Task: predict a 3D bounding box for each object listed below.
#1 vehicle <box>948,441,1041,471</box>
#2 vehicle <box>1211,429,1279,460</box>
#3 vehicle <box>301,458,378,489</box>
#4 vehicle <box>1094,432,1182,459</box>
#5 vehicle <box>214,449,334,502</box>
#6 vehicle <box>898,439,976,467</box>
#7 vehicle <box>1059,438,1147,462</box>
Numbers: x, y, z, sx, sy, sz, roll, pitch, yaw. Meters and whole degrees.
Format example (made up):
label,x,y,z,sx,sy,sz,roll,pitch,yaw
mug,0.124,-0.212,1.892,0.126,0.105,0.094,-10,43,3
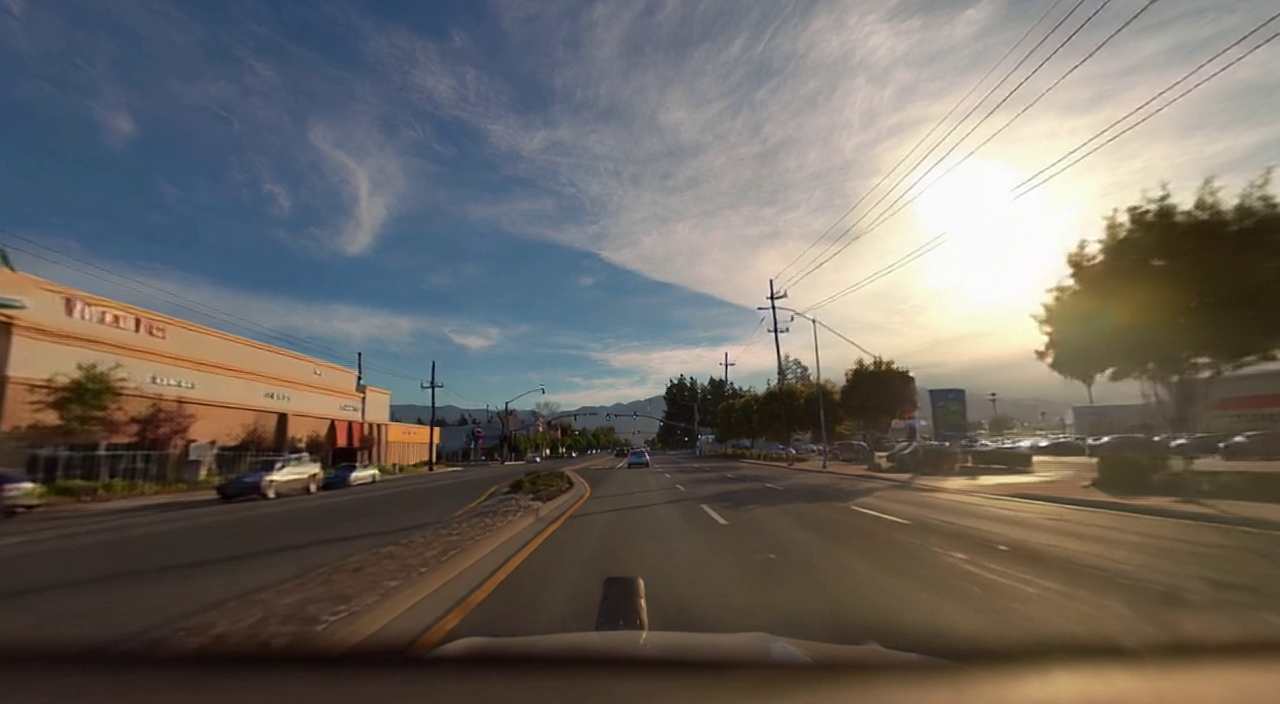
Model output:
label,x,y,z,sx,sy,sz,roll,pitch,yaw
vehicle,19.356,5.642,34.439,4.731,1.535,2.079,4,-10,-27
vehicle,37.813,5.601,38.225,4.379,1.756,2.053,0,-9,0
vehicle,-16.745,6.766,35.476,1.888,1.591,4.431,-1,-9,3
vehicle,38.098,7.142,48.401,4.809,1.814,2.098,-2,-8,3
vehicle,-14.493,4.848,25.420,2.046,1.900,4.689,0,-9,-1
vehicle,19.118,6.480,40.634,4.630,1.704,2.063,4,-10,-27
vehicle,31.735,6.725,43.400,4.446,1.560,1.943,0,-9,3
